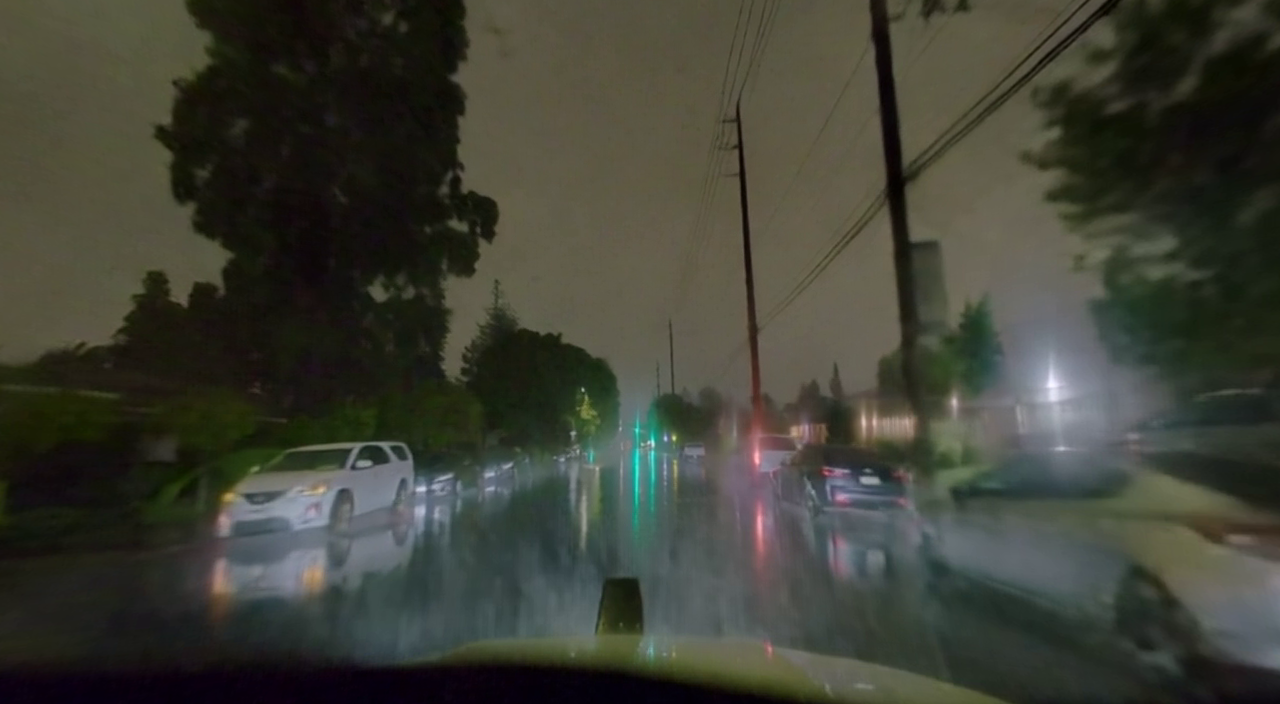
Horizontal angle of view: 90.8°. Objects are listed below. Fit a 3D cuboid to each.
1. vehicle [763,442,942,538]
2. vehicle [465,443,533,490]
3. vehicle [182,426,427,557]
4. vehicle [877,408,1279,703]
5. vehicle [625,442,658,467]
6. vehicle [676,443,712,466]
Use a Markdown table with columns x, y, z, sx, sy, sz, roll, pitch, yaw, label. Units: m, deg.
| x | y | z | sx | sy | sz | roll | pitch | yaw | label |
| --- | --- | --- | --- | --- | --- | --- | --- | --- | --- |
| 3.691 | 2.449 | 11.961 | 1.789 | 1.435 | 4.499 | 0 | -8 | 0 | vehicle |
| -6.028 | 4.891 | 27.548 | 1.769 | 1.572 | 4.990 | -4 | -6 | 0 | vehicle |
| -5.925 | 2.424 | 12.073 | 2.115 | 1.820 | 5.002 | -3 | -7 | -2 | vehicle |
| 3.792 | 1.292 | 4.820 | 2.039 | 1.480 | 4.831 | -1 | -9 | -1 | vehicle |
| 0.053 | 6.784 | 41.998 | 2.062 | 1.509 | 4.305 | 0 | -9 | -1 | vehicle |
| 3.948 | 7.611 | 46.993 | 2.144 | 1.572 | 5.026 | 0 | -8 | 0 | vehicle |
